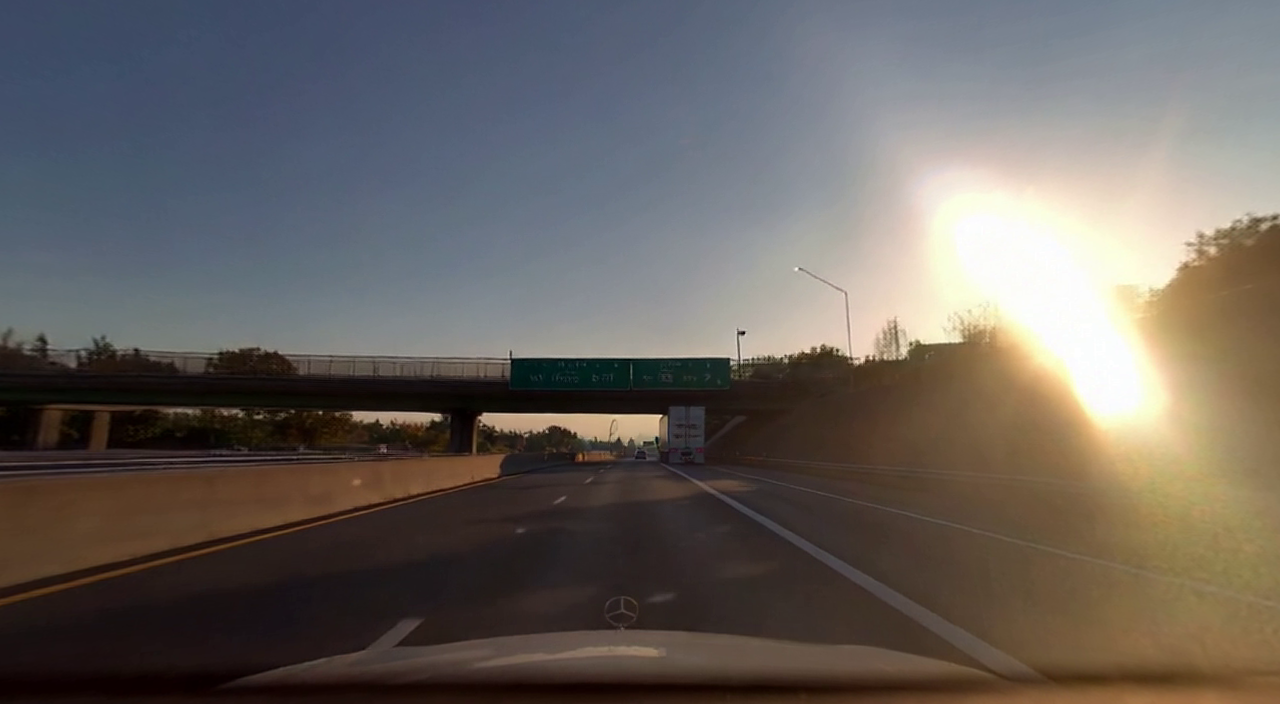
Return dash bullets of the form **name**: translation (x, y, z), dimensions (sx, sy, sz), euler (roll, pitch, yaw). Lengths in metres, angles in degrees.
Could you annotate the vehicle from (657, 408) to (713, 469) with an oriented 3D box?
- **vehicle**: translation (3.190, 6.843, 48.946), dimensions (3.244, 4.020, 14.561), euler (0, -9, 0)
